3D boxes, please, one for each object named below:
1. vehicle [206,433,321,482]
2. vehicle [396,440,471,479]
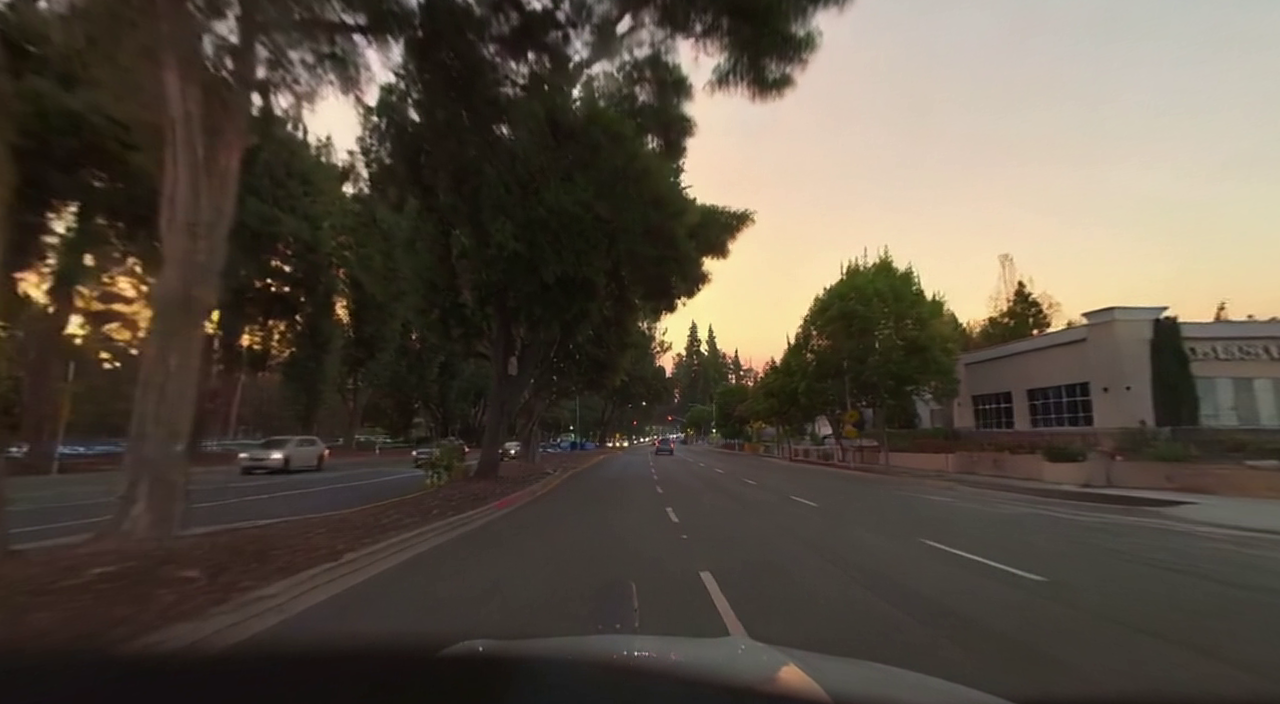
[{"bbox_3d":[-15.161,4.263,25.763,1.924,1.767,4.397,0,-8,0],"label":"vehicle"},{"bbox_3d":[-8.896,4.633,27.573,2.107,1.560,3.955,0,-8,-3],"label":"vehicle"}]
